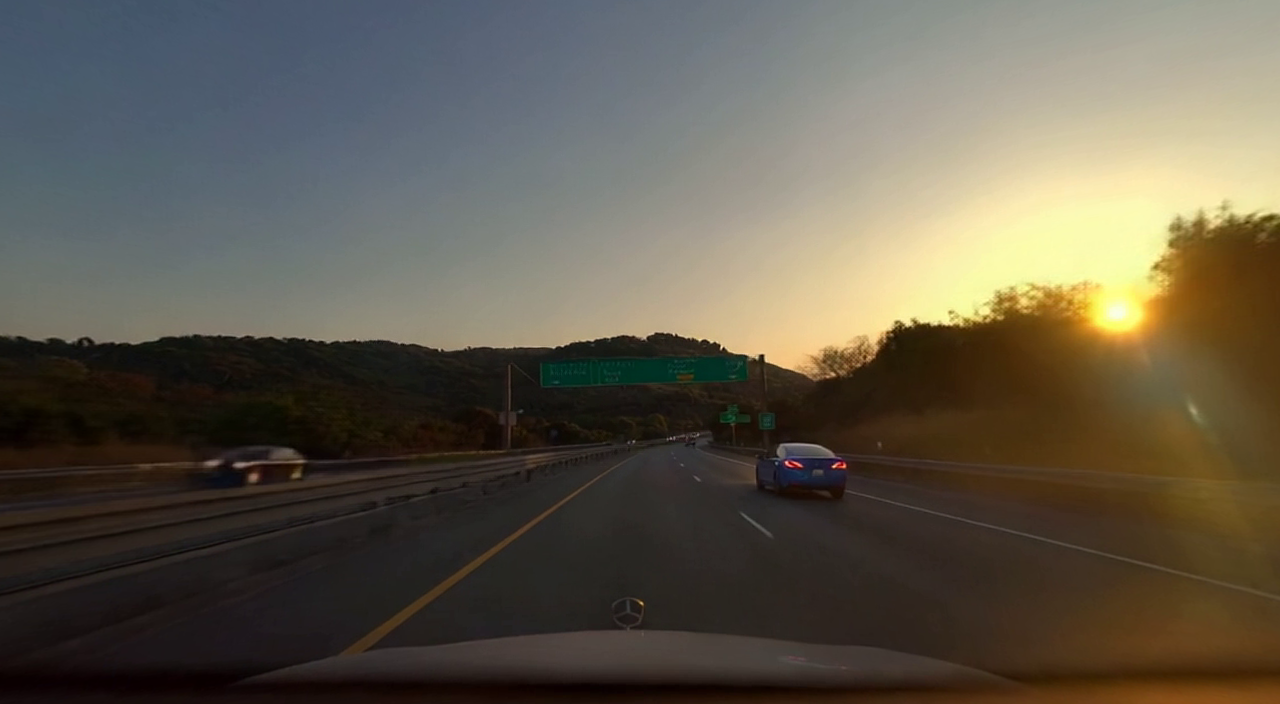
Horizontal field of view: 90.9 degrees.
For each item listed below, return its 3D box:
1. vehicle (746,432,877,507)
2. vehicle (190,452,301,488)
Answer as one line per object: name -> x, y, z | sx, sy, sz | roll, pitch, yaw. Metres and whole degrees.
vehicle -> 3.902, 2.746, 15.180 | 1.997, 1.515, 4.025 | 0, -9, 0
vehicle -> -18.197, 5.429, 29.430 | 2.045, 1.457, 4.763 | -1, -9, 2
